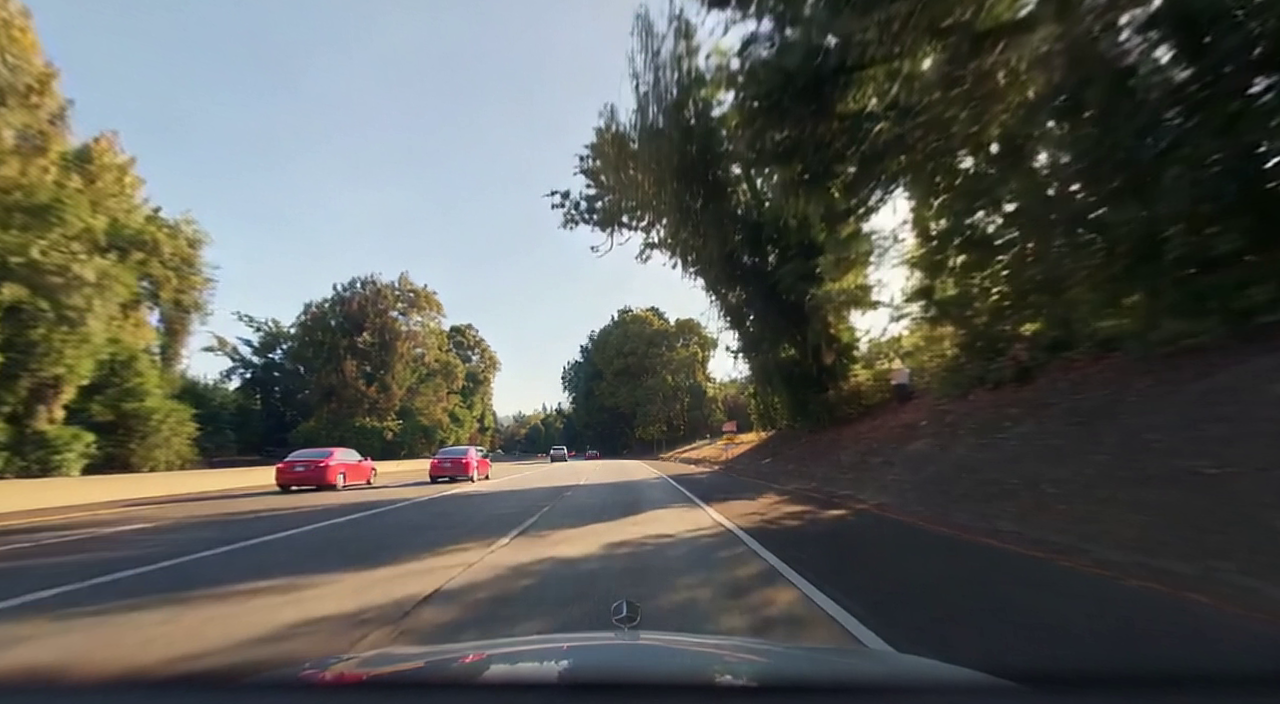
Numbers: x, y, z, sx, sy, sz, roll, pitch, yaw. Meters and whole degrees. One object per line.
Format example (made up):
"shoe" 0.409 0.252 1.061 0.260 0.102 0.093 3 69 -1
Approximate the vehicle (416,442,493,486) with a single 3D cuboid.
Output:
"vehicle" -7.789 4.728 26.913 2.060 1.680 4.255 0 -9 -1

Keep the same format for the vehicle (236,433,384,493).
"vehicle" -11.809 4.011 23.190 2.425 1.926 5.584 0 -9 0
